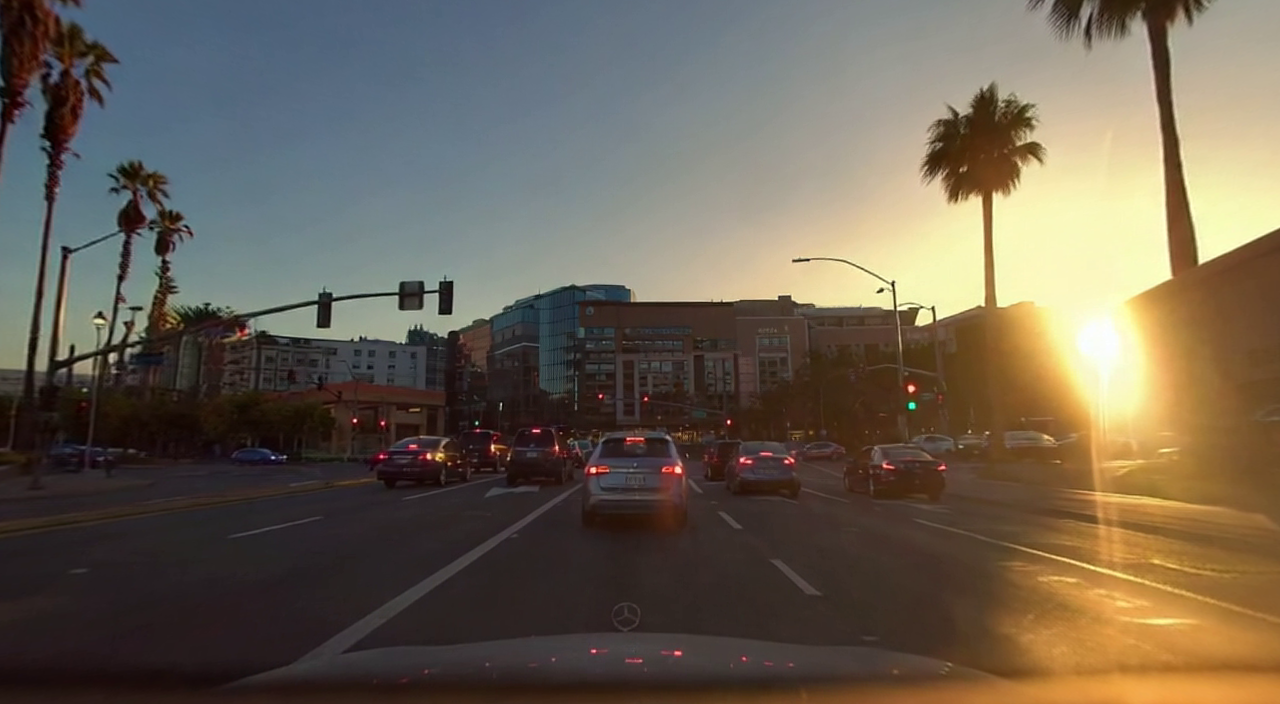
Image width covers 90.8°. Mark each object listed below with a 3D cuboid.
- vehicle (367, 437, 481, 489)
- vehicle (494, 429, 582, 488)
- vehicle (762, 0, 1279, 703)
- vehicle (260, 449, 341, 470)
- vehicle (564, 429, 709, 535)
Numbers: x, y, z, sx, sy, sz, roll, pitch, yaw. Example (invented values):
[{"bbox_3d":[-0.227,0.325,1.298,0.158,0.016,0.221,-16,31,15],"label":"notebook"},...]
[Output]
[{"bbox_3d":[-6.874,3.580,20.749,1.927,1.480,4.832,0,-9,2],"label":"vehicle"},{"bbox_3d":[-3.224,3.487,20.876,2.020,1.721,4.366,0,-9,2],"label":"vehicle"},{"bbox_3d":[3.546,-0.125,3.777,2.970,4.015,13.606,0,-9,0],"label":"vehicle"},{"bbox_3d":[-24.199,7.675,45.183,4.653,1.472,1.870,0,-9,-4],"label":"vehicle"},{"bbox_3d":[-0.054,2.141,10.958,2.060,1.499,3.831,0,-9,0],"label":"vehicle"}]
